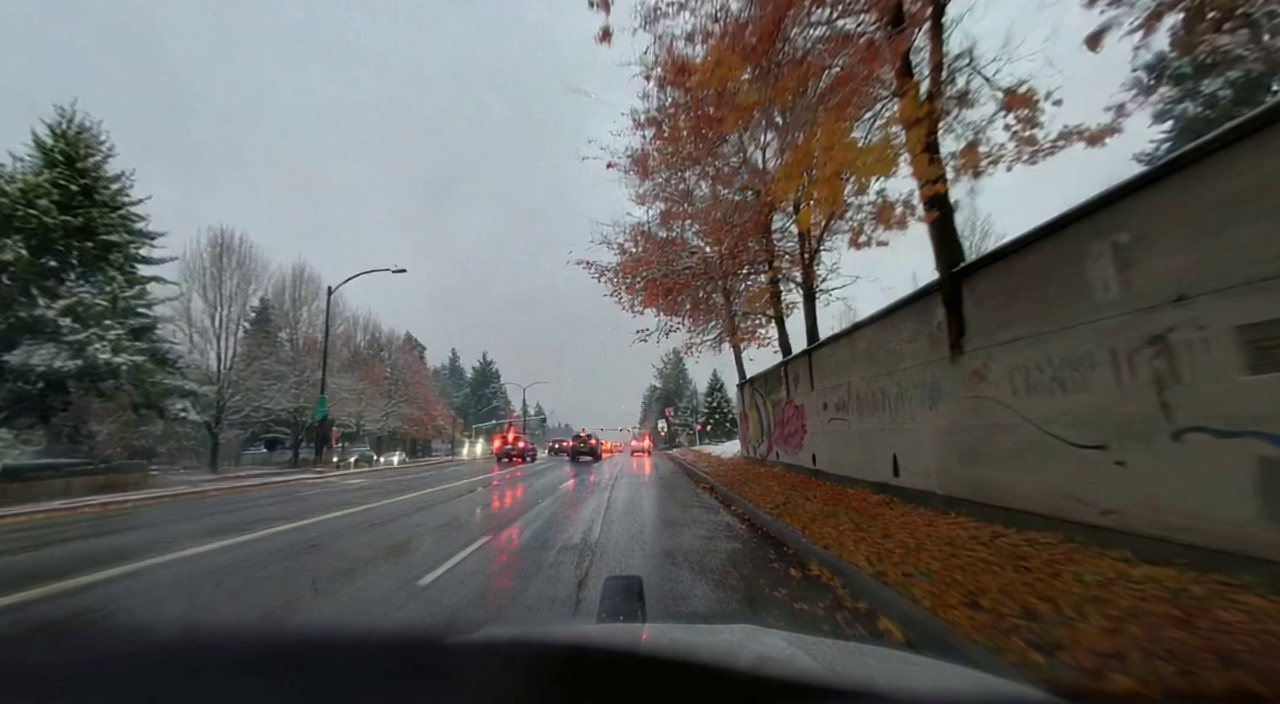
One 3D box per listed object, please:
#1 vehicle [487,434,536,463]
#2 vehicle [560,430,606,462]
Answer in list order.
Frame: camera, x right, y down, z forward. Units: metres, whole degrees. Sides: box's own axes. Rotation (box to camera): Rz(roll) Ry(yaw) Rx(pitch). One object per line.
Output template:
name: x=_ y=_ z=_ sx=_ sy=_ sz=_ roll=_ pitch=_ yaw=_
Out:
vehicle: x=-7.548 y=5.747 z=37.421 sx=1.932 sy=1.596 sz=4.247 roll=0 pitch=-9 yaw=1
vehicle: x=-3.199 y=5.403 z=36.186 sx=2.165 sy=1.663 sz=4.513 roll=0 pitch=-9 yaw=1
